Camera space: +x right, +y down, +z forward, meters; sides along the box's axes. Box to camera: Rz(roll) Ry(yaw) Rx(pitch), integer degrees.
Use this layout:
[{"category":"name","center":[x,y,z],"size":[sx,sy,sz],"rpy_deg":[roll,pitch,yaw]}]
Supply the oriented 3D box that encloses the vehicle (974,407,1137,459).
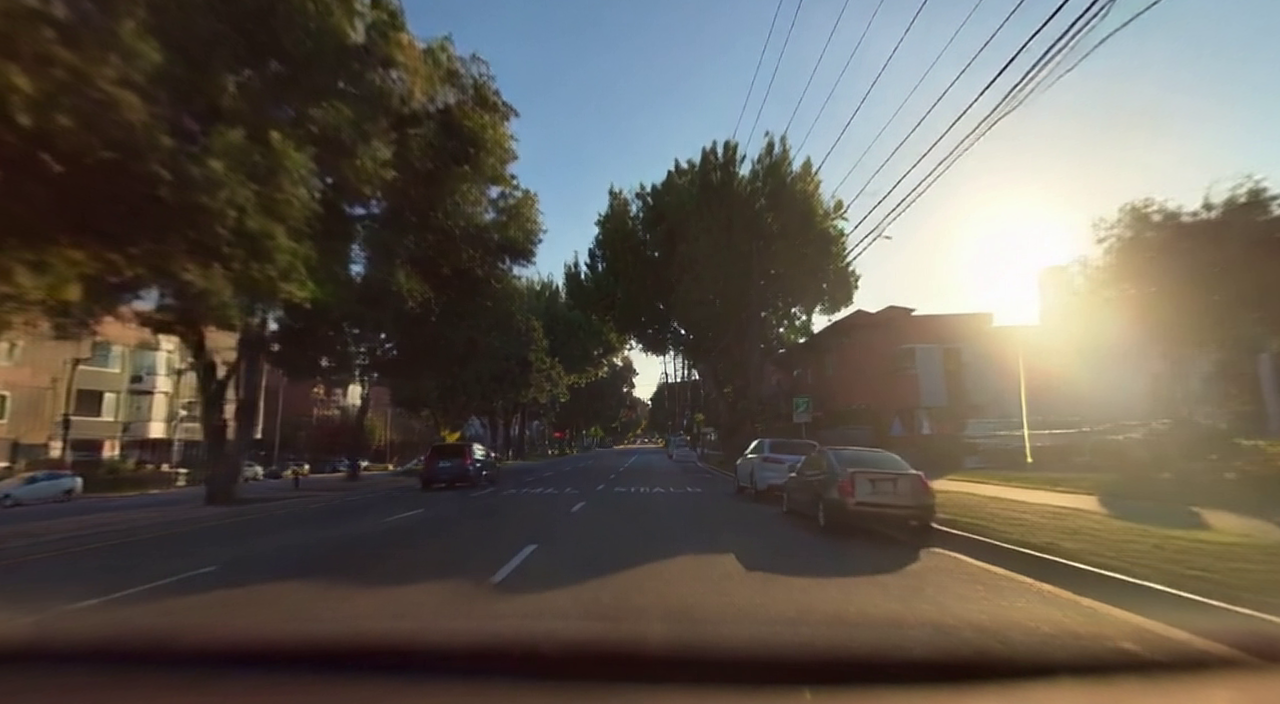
[{"category":"vehicle","center":[22.921,4.519,35.106],"size":[6.917,2.731,2.901],"rpy_deg":[0,-8,1]}]

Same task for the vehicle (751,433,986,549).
[{"category":"vehicle","center":[3.389,2.153,10.541],"size":[2.259,1.500,4.474],"rpy_deg":[0,-8,0]}]

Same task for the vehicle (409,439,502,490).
[{"category":"vehicle","center":[-6.643,4.072,23.311],"size":[2.000,1.671,4.497],"rpy_deg":[0,-8,1]}]

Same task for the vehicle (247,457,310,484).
[{"category":"vehicle","center":[-25.557,8.355,44.781],"size":[1.857,1.472,4.422],"rpy_deg":[-5,-7,1]}]

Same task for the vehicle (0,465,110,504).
[{"category":"vehicle","center":[-25.815,5.741,27.696],"size":[1.706,1.435,3.899],"rpy_deg":[0,-8,-2]}]

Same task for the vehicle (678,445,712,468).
[{"category":"vehicle","center":[3.948,7.574,45.983],"size":[2.048,1.556,4.753],"rpy_deg":[0,-8,0]}]

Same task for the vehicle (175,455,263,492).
[{"category":"vehicle","center":[-25.599,7.368,38.544],"size":[2.132,1.492,4.734],"rpy_deg":[-4,-4,1]}]

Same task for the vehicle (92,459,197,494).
[{"category":"vehicle","center":[-25.753,6.474,33.022],"size":[1.926,1.557,4.385],"rpy_deg":[0,-8,0]}]
